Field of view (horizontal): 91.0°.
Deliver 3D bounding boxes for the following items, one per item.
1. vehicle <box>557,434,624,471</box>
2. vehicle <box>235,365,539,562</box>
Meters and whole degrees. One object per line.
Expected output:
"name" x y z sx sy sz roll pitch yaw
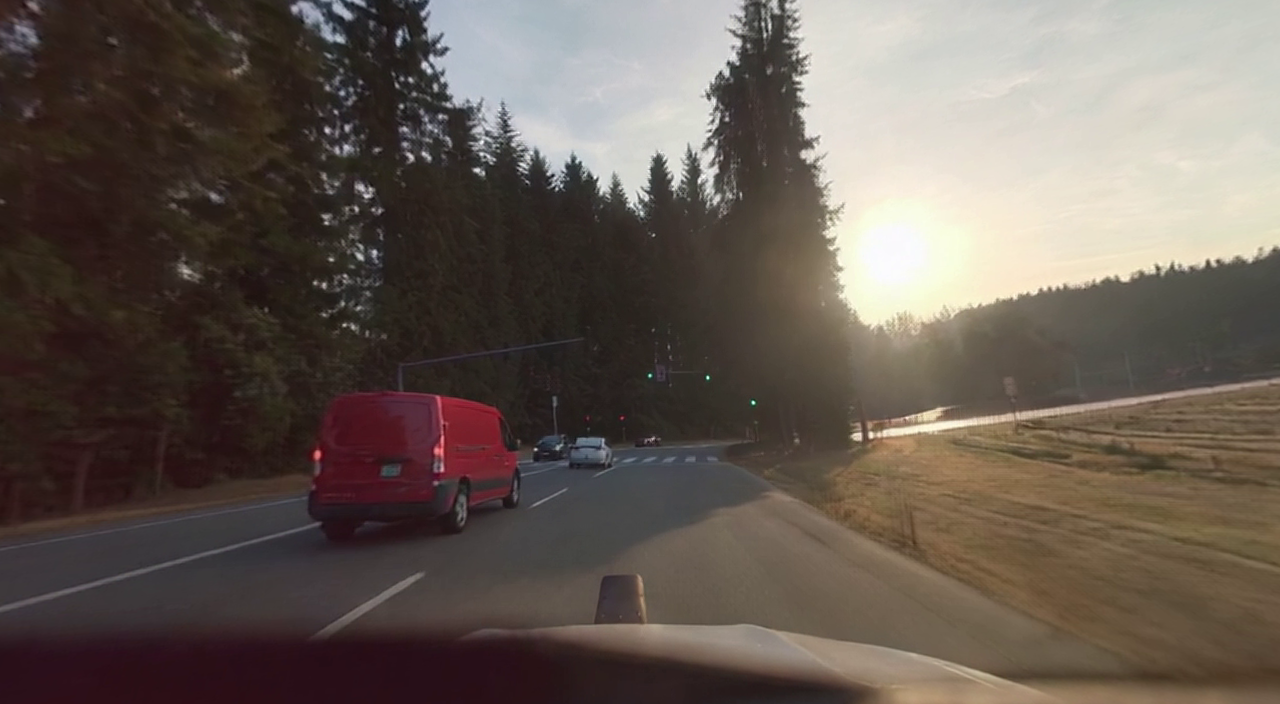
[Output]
"vehicle" -2.093 4.483 28.264 2.088 1.484 4.572 -1 -9 7
"vehicle" -3.235 1.609 9.683 2.362 2.185 5.212 0 -8 2
